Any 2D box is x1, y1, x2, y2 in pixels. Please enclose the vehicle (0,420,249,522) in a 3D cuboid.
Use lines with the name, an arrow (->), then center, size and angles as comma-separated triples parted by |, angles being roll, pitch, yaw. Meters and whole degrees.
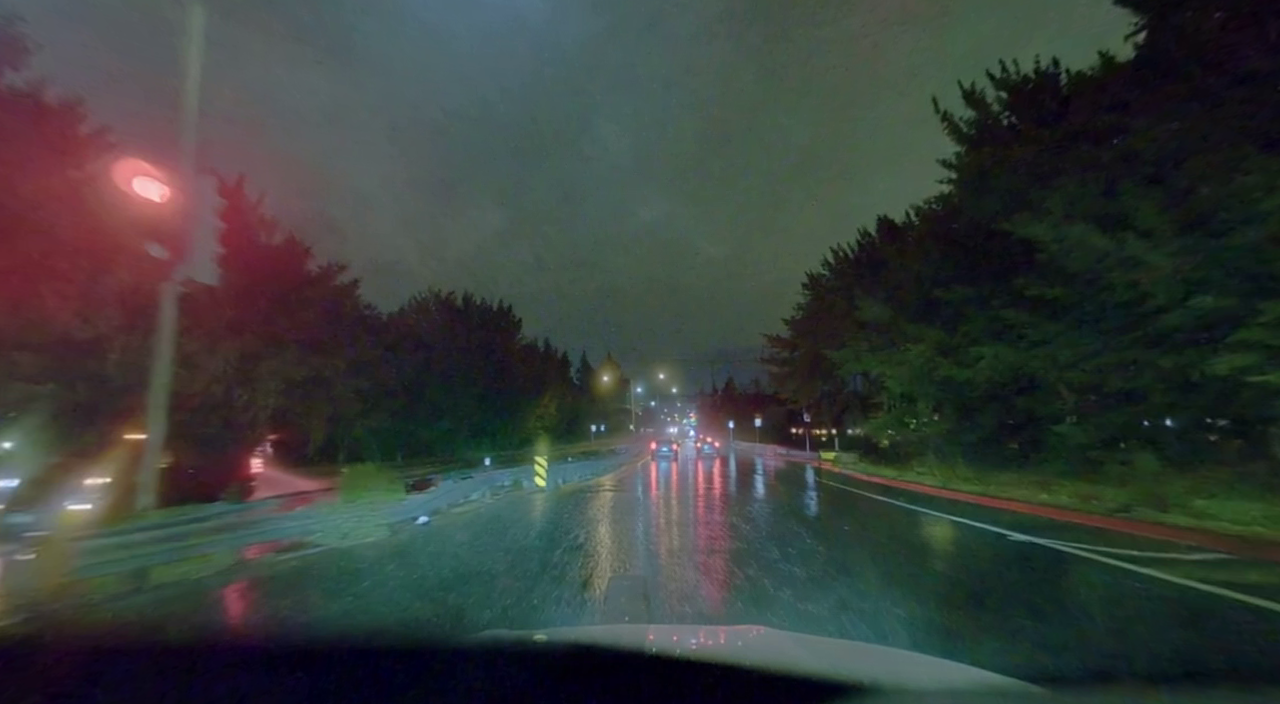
vehicle -> -10.762, 2.366, 13.029 | 2.133, 1.696, 4.586 | -1, -9, 5

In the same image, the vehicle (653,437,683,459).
vehicle -> 1.977, 6.733, 44.275 | 2.039, 1.462, 4.203 | 0, -9, 3
